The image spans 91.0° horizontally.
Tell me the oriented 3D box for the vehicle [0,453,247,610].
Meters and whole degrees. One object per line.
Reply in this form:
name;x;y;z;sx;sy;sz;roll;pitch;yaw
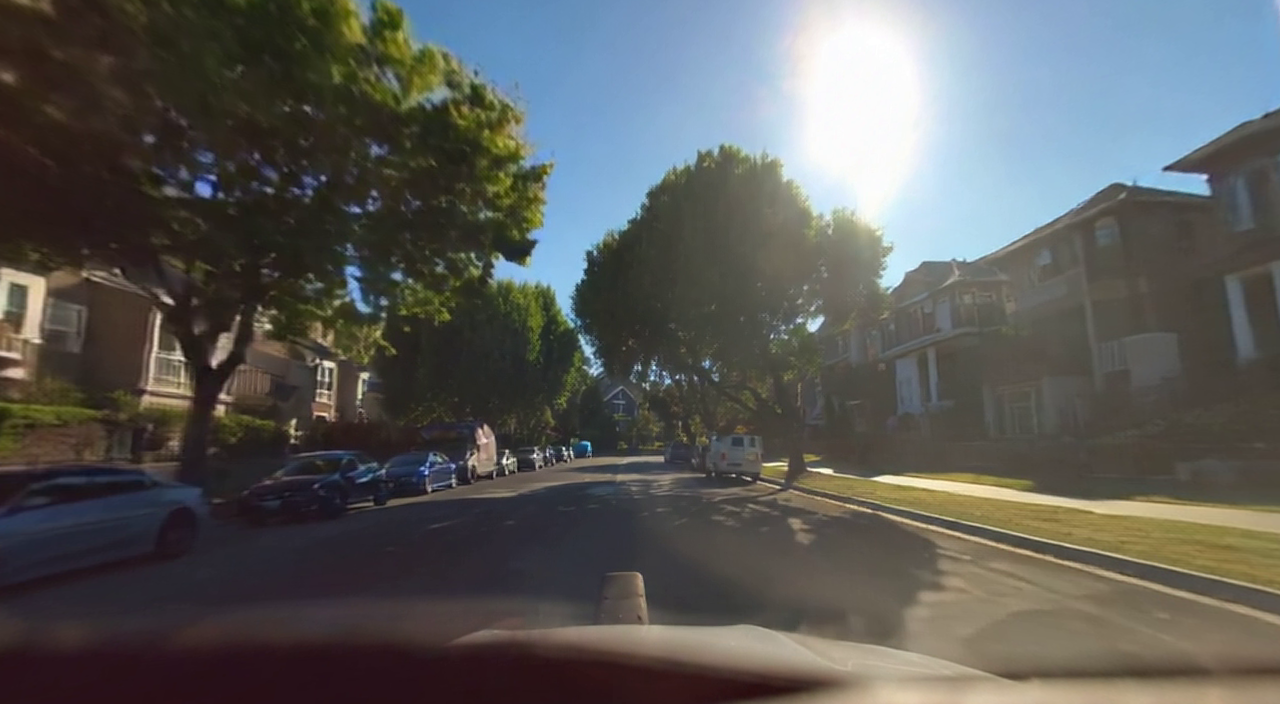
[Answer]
vehicle;-7.084;1.993;7.598;1.845;1.475;4.495;-1;-9;-1

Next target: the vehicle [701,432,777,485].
vehicle;3.936;4.378;26.064;2.216;1.955;4.970;0;-9;-1

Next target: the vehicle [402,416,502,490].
vehicle;-7.507;4.216;25.965;2.341;2.674;5.753;-1;-10;0

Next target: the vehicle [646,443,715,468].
vehicle;2.914;7.585;46.228;4.726;1.731;2.075;-7;-11;38

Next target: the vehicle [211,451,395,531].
vehicle;-7.255;2.987;14.126;1.832;1.483;4.140;-1;-9;0

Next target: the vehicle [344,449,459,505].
vehicle;-7.212;3.796;19.566;1.953;1.501;4.125;-1;-9;0
